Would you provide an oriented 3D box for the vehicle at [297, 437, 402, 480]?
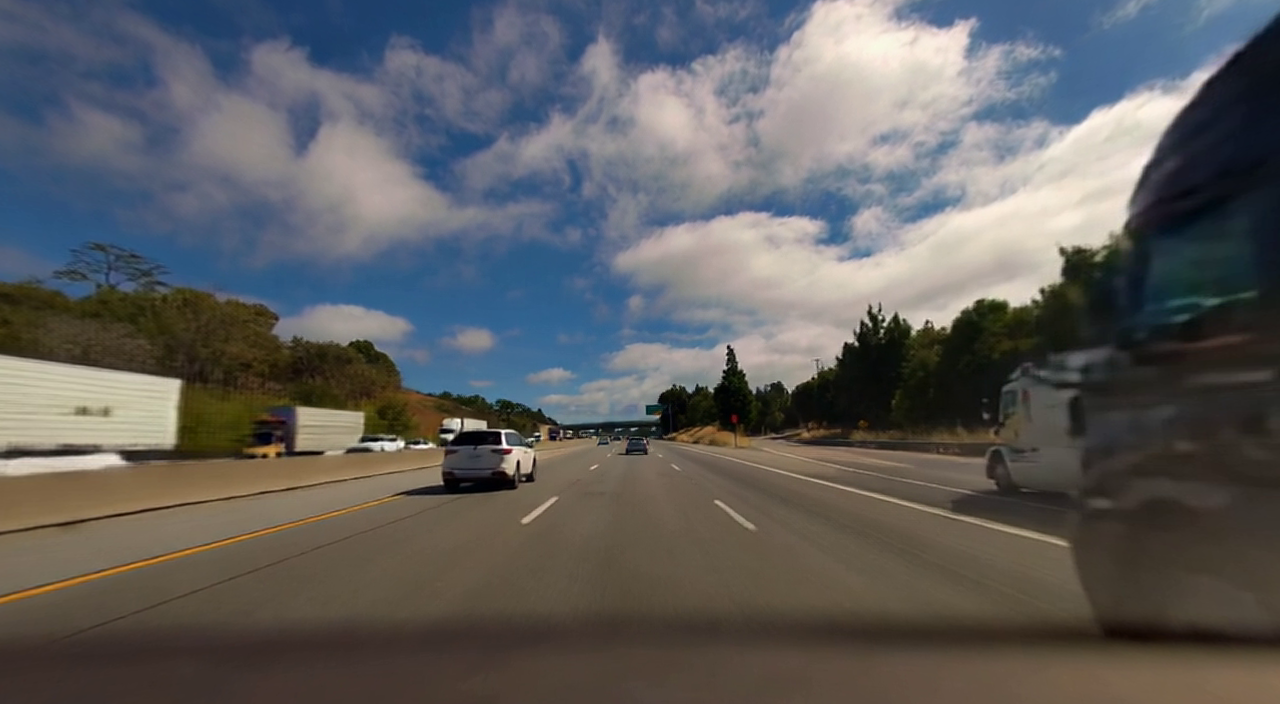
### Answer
[{"bbox_3d":[-11.428,4.177,25.162,1.957,1.555,4.700,0,-8,0],"label":"vehicle"}]

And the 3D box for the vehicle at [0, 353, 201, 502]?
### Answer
[{"bbox_3d":[-19.557,2.206,18.203,3.167,4.158,14.825,0,-8,-1],"label":"vehicle"}]

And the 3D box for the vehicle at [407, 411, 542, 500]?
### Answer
[{"bbox_3d":[-3.949,2.552,15.992,2.115,1.887,4.721,0,-8,0],"label":"vehicle"}]

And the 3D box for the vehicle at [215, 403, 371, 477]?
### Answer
[{"bbox_3d":[-19.522,5.102,36.606,3.025,3.610,10.687,0,-8,0],"label":"vehicle"}]

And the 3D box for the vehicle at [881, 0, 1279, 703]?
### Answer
[{"bbox_3d":[3.663,-0.411,2.453,3.024,4.287,5.601,0,-7,-1],"label":"vehicle"}]

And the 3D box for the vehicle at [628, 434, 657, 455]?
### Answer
[{"bbox_3d":[0.155,7.026,48.012,2.051,1.528,4.265,0,-8,-1],"label":"vehicle"}]
